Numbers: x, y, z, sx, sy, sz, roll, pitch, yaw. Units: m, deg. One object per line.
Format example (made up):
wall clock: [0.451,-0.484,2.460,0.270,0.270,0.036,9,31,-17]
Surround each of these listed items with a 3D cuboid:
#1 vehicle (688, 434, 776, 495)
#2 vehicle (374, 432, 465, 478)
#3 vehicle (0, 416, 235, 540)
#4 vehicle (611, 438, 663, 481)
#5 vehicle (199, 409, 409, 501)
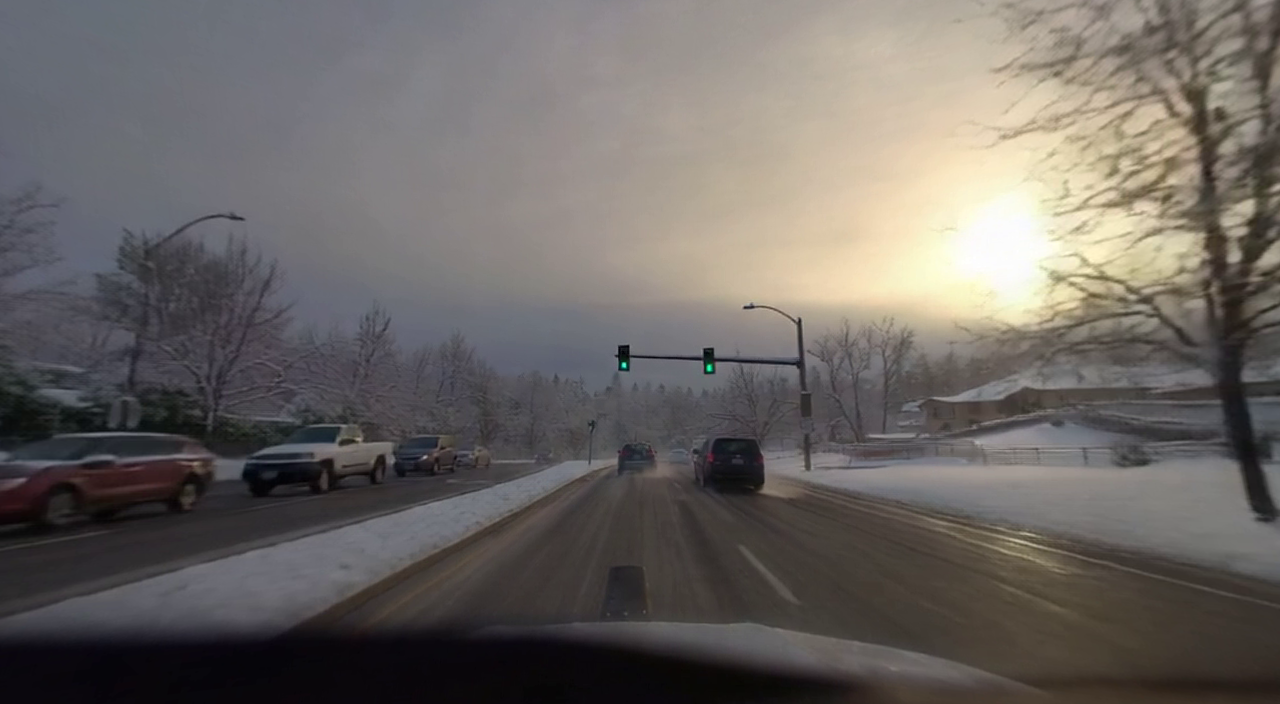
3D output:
vehicle: [2.914,3.673,20.970,2.166,1.799,4.372,0,-9,-1]
vehicle: [-9.155,4.343,26.753,1.893,1.735,5.318,0,-9,0]
vehicle: [-9.339,2.041,10.761,1.988,1.663,4.316,0,-9,-1]
vehicle: [-0.156,4.876,28.857,2.185,1.822,4.391,0,-9,-1]
vehicle: [-9.094,2.913,18.188,2.037,2.113,7.185,0,-9,1]
